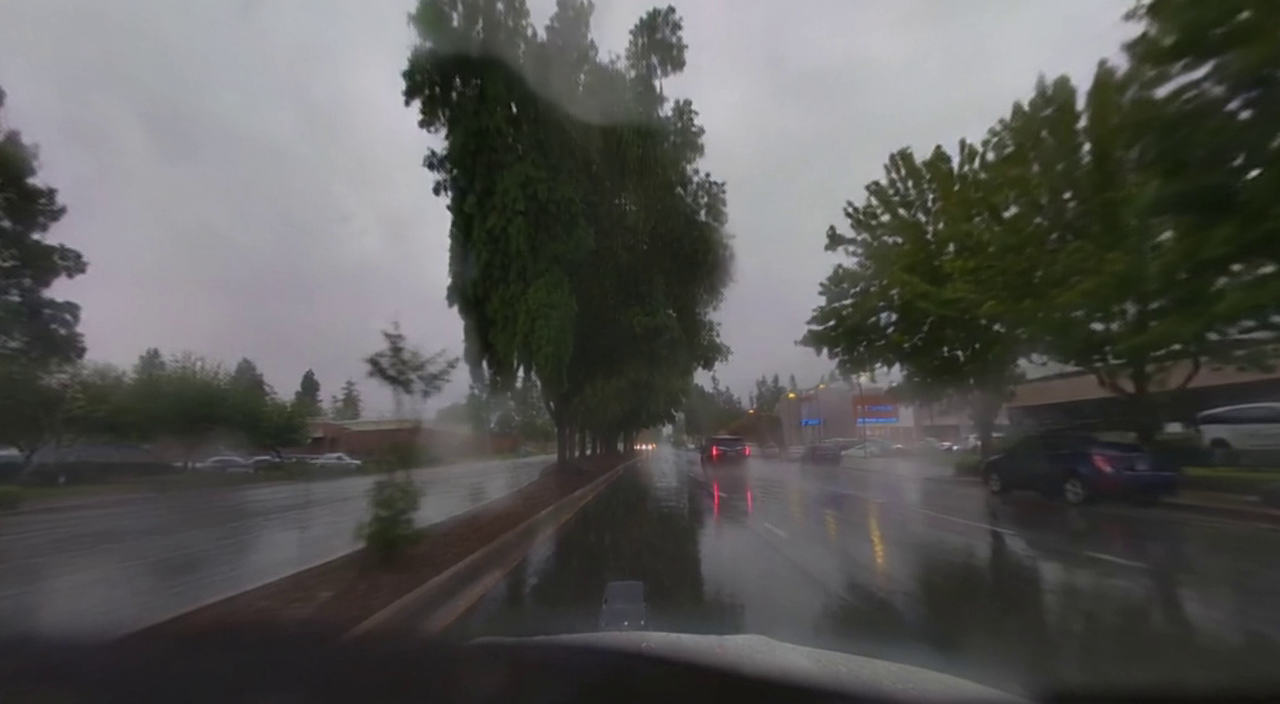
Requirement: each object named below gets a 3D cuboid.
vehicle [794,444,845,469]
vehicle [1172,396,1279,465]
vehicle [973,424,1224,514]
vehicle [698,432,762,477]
[{"bbox_3d":[11.236,6.556,39.716,1.842,1.474,4.456,0,-9,0],"label":"vehicle"},{"bbox_3d":[19.538,2.352,18.798,2.175,1.965,5.909,0,-9,0],"label":"vehicle"},{"bbox_3d":[10.587,2.737,15.266,2.247,1.799,5.025,0,-9,0],"label":"vehicle"},{"bbox_3d":[3.979,4.643,28.630,2.183,1.845,4.482,0,-9,-1],"label":"vehicle"}]
